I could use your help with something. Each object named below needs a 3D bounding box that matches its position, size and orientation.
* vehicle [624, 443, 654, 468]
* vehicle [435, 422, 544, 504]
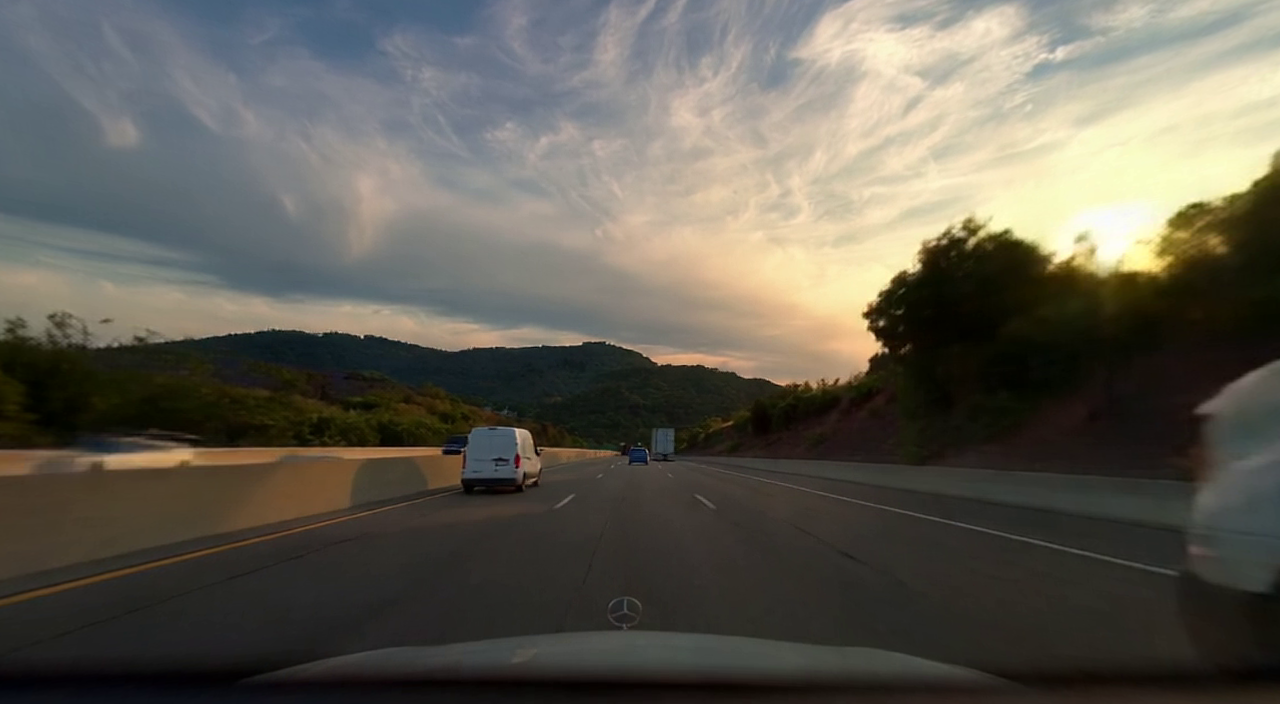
[{"bbox_3d":[-0.083,7.771,47.308,2.166,1.747,4.299,0,-9,0],"label":"vehicle"},{"bbox_3d":[-4.078,3.110,17.959,1.955,2.004,4.792,0,-9,0],"label":"vehicle"}]
